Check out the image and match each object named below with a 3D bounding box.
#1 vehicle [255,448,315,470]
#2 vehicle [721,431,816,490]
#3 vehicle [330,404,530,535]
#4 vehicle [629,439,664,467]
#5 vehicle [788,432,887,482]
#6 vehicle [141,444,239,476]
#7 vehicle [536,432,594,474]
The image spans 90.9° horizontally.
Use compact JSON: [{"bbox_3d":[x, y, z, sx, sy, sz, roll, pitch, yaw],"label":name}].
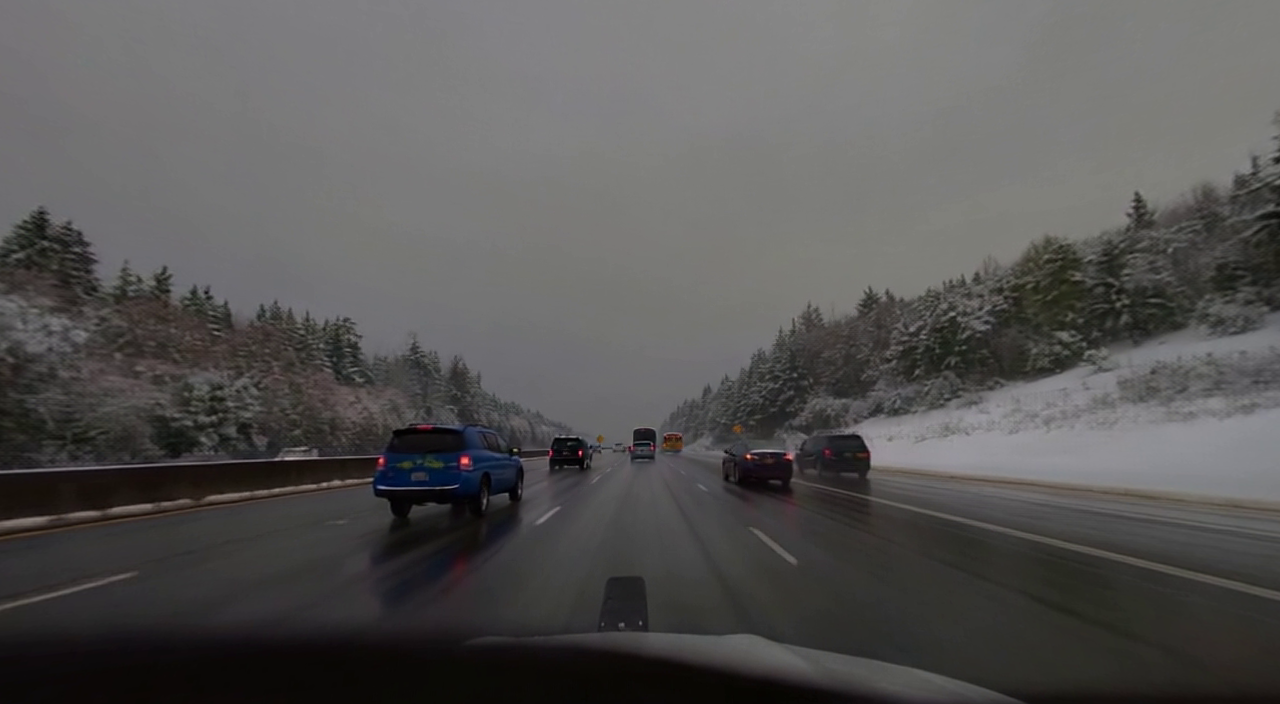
[{"bbox_3d":[-26.710,8.024,47.611,1.860,1.513,4.489,0,-9,1],"label":"vehicle"},{"bbox_3d":[3.982,3.467,20.429,2.050,1.661,4.636,0,-9,-1],"label":"vehicle"},{"bbox_3d":[-3.462,2.049,11.511,2.016,1.898,4.458,0,-9,1],"label":"vehicle"},{"bbox_3d":[0.370,6.230,38.915,2.042,1.632,3.654,0,-9,0],"label":"vehicle"},{"bbox_3d":[7.855,4.246,25.783,2.191,1.807,5.692,0,-9,0],"label":"vehicle"},{"bbox_3d":[-23.723,5.696,33.493,1.855,1.571,4.450,0,-9,0],"label":"vehicle"},{"bbox_3d":[-3.502,4.827,30.389,2.155,1.843,4.567,0,-8,1],"label":"vehicle"}]
